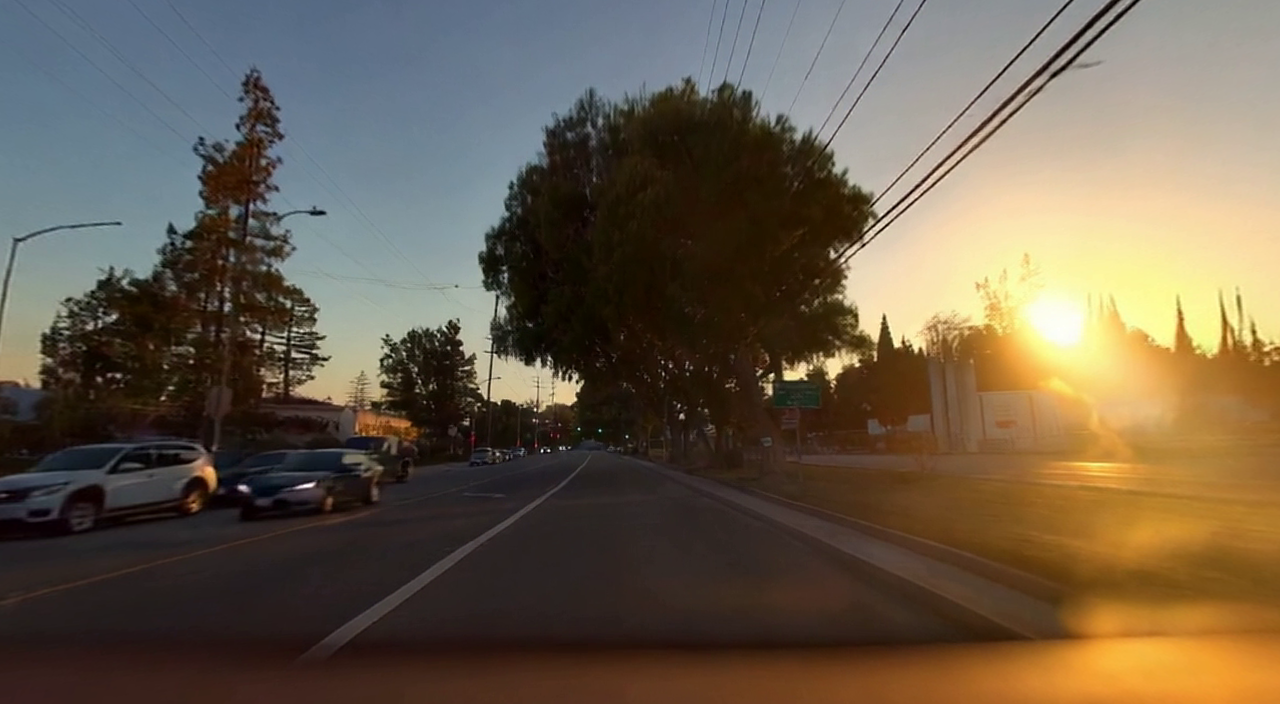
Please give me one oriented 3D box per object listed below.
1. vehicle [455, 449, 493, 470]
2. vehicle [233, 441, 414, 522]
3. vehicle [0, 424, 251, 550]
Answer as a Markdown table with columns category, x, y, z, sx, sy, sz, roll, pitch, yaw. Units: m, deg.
| category | x | y | z | sx | sy | sz | roll | pitch | yaw |
| --- | --- | --- | --- | --- | --- | --- | --- | --- | --- |
| vehicle | -12.231 | 7.913 | 46.730 | 1.939 | 1.502 | 4.398 | 1 | -9 | -5 |
| vehicle | -6.803 | 2.806 | 14.219 | 1.849 | 1.512 | 4.302 | 0 | -9 | 0 |
| vehicle | -10.024 | 2.432 | 12.164 | 2.016 | 1.872 | 5.297 | 1 | -9 | -5 |
